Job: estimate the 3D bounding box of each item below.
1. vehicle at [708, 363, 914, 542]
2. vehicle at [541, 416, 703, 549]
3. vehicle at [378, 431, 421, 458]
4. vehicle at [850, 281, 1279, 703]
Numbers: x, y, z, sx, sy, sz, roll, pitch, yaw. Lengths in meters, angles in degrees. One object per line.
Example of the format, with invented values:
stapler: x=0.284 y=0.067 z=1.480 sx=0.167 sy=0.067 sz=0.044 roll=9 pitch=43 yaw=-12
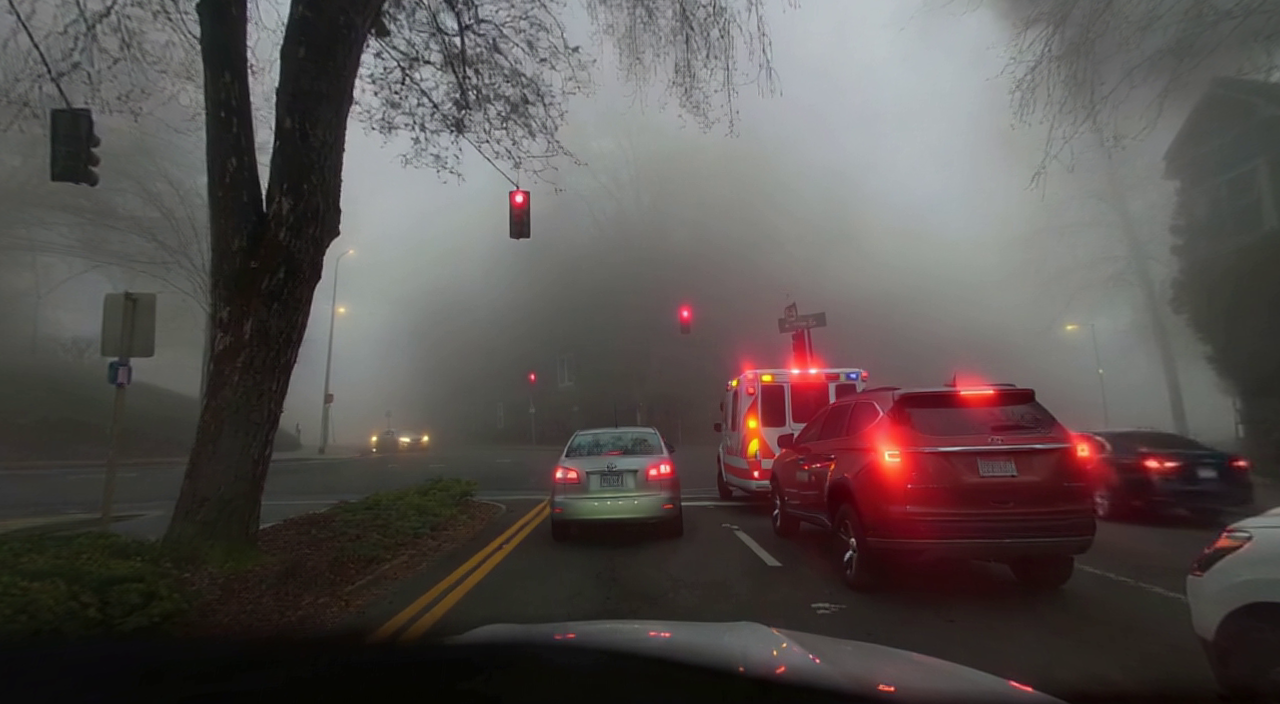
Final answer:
vehicle: x=2.869 y=1.902 z=12.370 sx=2.406 sy=2.687 sz=5.521 roll=0 pitch=-8 yaw=0
vehicle: x=-0.265 y=1.982 z=10.186 sx=2.114 sy=1.707 sz=3.725 roll=0 pitch=-8 yaw=-1
vehicle: x=-17.732 y=6.876 z=46.860 sx=2.246 sy=1.880 sz=4.454 roll=1 pitch=-8 yaw=-12
vehicle: x=2.853 y=0.892 z=2.884 sx=2.194 sy=1.820 sz=4.652 roll=0 pitch=-8 yaw=0
